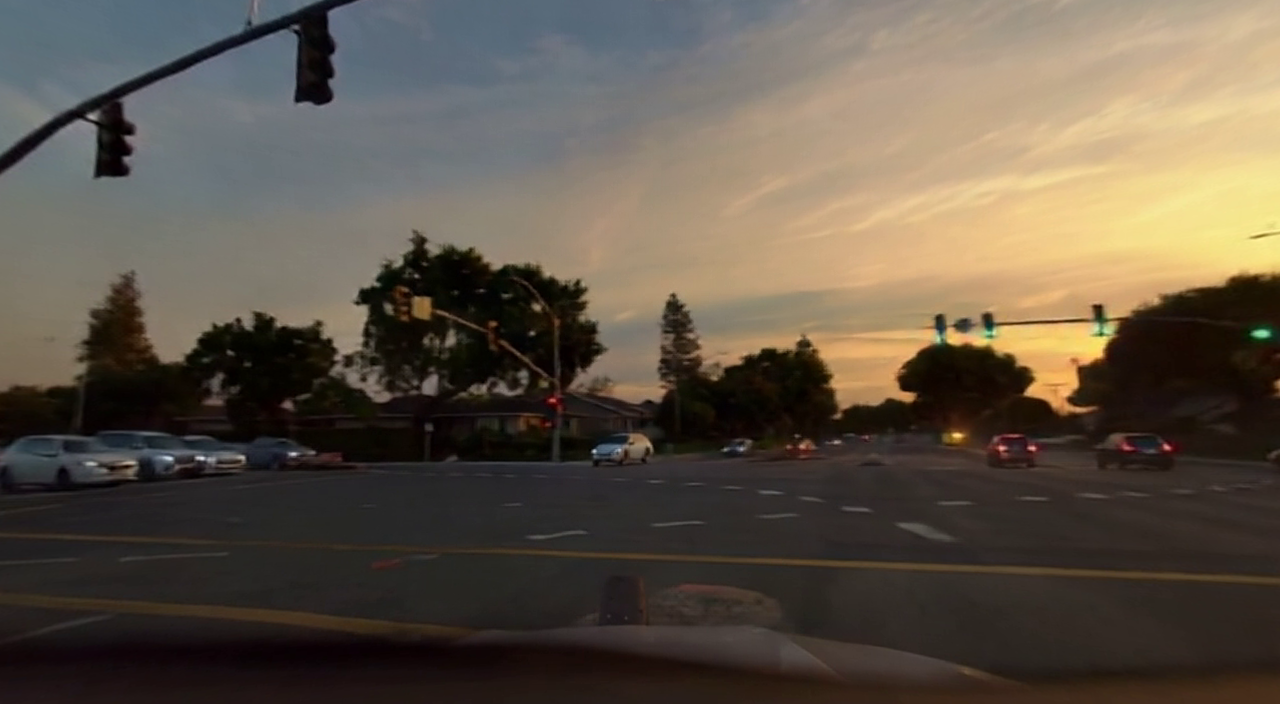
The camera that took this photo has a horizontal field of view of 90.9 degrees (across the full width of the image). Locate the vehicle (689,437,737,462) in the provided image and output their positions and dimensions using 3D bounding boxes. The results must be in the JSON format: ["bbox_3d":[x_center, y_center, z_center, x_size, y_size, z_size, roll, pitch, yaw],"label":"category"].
[{"bbox_3d":[4.861,6.390,41.357,2.039,1.519,4.356,-4,-9,21],"label":"vehicle"}]

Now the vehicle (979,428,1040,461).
[{"bbox_3d":[22.286,5.614,38.203,2.239,1.812,4.812,-3,-9,19],"label":"vehicle"}]

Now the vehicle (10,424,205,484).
[{"bbox_3d":[-18.650,3.558,22.130,5.874,1.897,2.226,-3,-9,17],"label":"vehicle"}]

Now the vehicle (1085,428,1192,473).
[{"bbox_3d":[21.601,4.288,27.587,2.120,1.767,4.856,-3,-9,20],"label":"vehicle"}]
